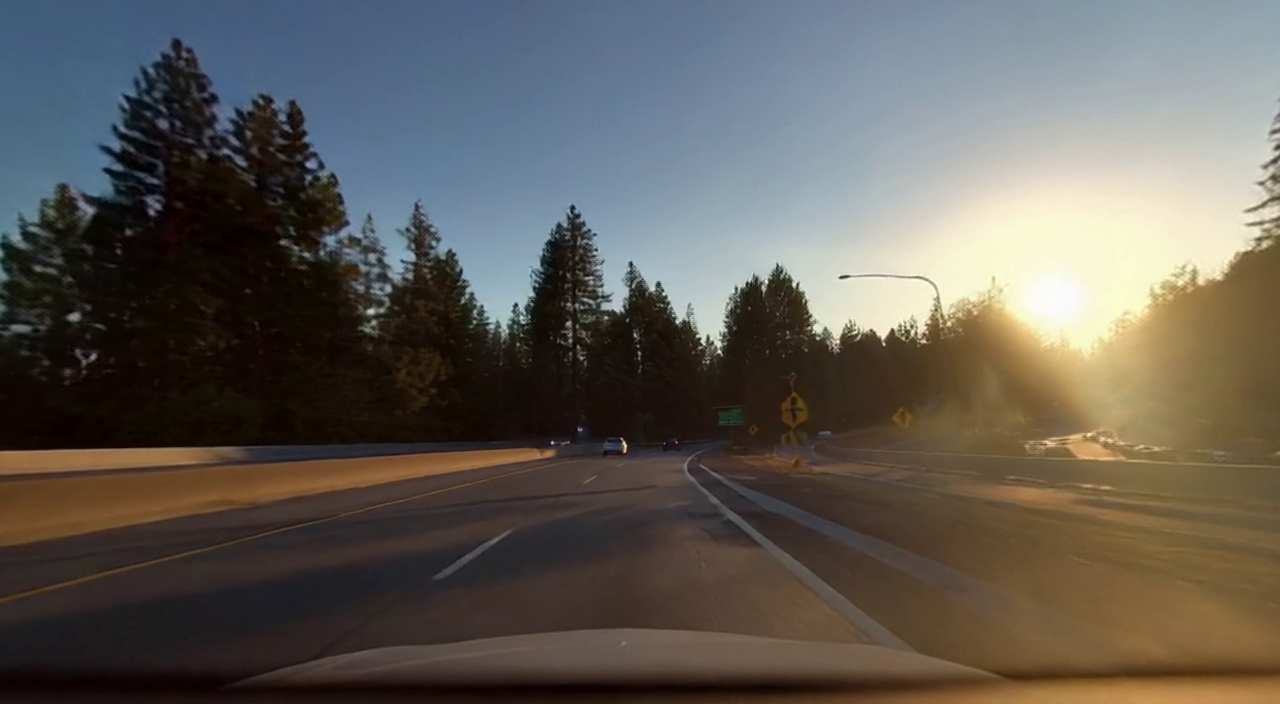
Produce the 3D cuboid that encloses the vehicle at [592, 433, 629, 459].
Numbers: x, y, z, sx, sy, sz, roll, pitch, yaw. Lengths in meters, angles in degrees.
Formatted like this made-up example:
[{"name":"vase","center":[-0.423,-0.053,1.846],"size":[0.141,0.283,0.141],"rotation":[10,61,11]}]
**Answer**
[{"name":"vehicle","center":[-2.066,6.745,45.347],"size":[2.129,1.742,4.217],"rotation":[-1,-8,5]}]
